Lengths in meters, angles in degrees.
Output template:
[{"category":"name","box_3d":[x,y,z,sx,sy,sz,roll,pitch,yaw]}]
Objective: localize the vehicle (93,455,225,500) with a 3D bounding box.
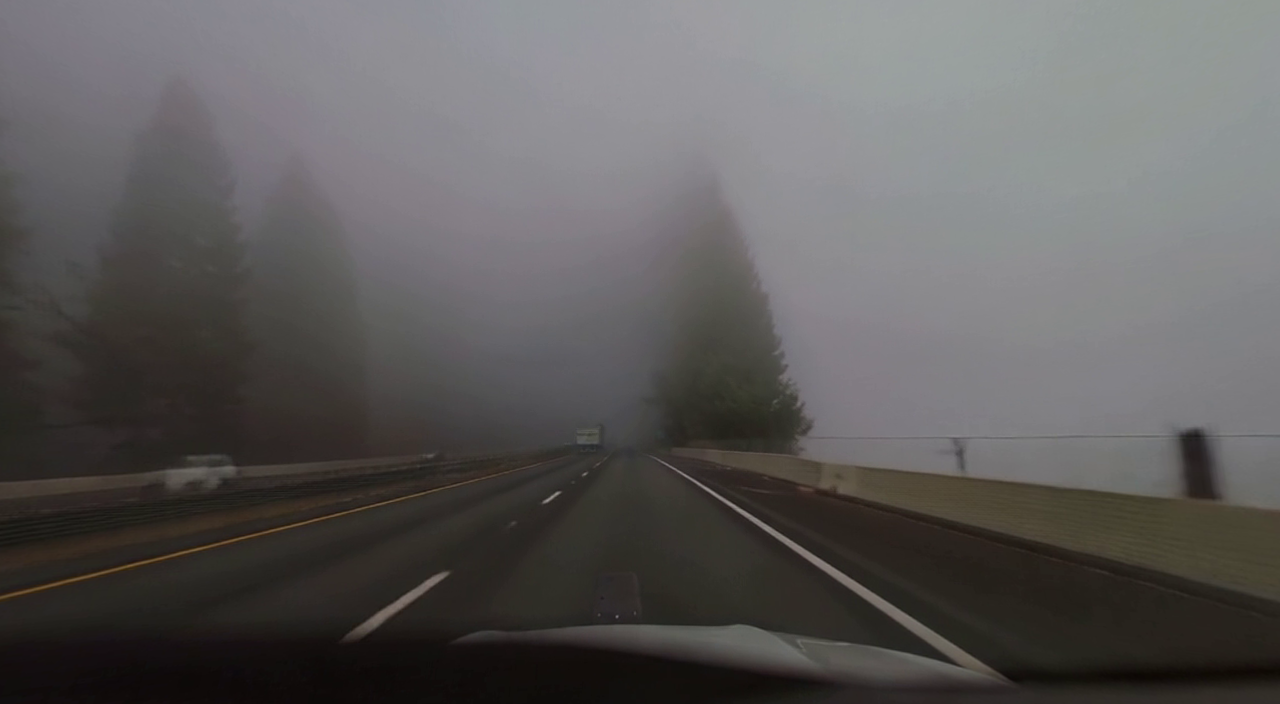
[{"category":"vehicle","box_3d":[-18.277,4.734,24.211,1.782,1.450,4.345,0,-8,-2]}]
